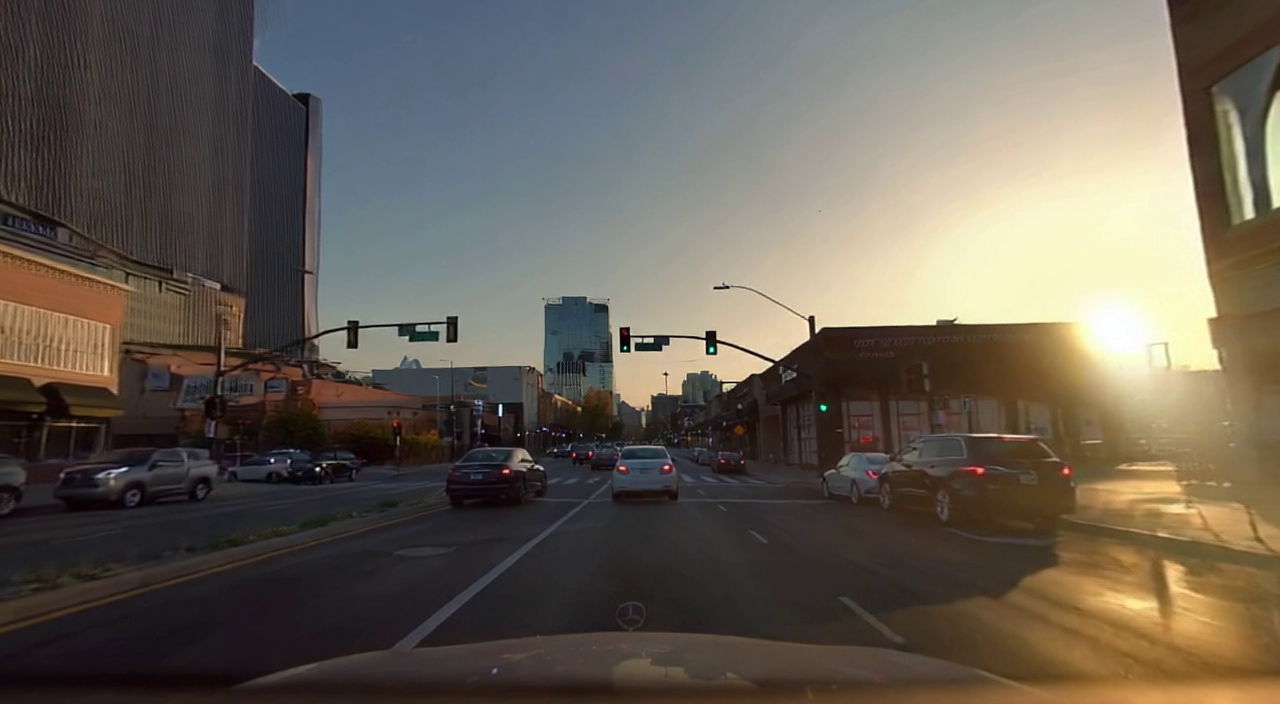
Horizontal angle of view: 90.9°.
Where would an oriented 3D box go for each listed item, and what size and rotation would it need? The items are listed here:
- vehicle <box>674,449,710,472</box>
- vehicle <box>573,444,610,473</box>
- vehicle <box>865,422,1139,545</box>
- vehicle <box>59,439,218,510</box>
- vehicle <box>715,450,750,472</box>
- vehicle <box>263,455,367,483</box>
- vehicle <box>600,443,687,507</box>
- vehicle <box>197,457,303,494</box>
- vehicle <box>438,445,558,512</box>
[{"bbox_3d":[3.455,7.332,42.728,2.047,1.463,4.514,0,-9,0],"label":"vehicle"},{"bbox_3d":[-3.057,6.825,40.492,2.007,1.736,4.185,0,-9,1],"label":"vehicle"},{"bbox_3d":[6.529,2.431,12.430,2.289,1.867,5.322,0,-9,1],"label":"vehicle"},{"bbox_3d":[-16.193,3.923,20.864,2.239,1.963,5.779,3,-9,-19],"label":"vehicle"},{"bbox_3d":[6.840,8.112,47.083,1.944,1.462,4.406,0,-9,0],"label":"vehicle"},{"bbox_3d":[-18.994,6.812,36.885,5.163,1.510,2.174,-2,-9,15],"label":"vehicle"},{"bbox_3d":[0.066,3.196,16.829,2.037,1.484,4.073,0,-9,0],"label":"vehicle"},{"bbox_3d":[-17.228,5.433,28.132,1.774,1.436,4.473,0,-9,1],"label":"vehicle"},{"bbox_3d":[-3.402,3.111,16.059,1.950,1.450,4.257,0,-9,2],"label":"vehicle"}]
